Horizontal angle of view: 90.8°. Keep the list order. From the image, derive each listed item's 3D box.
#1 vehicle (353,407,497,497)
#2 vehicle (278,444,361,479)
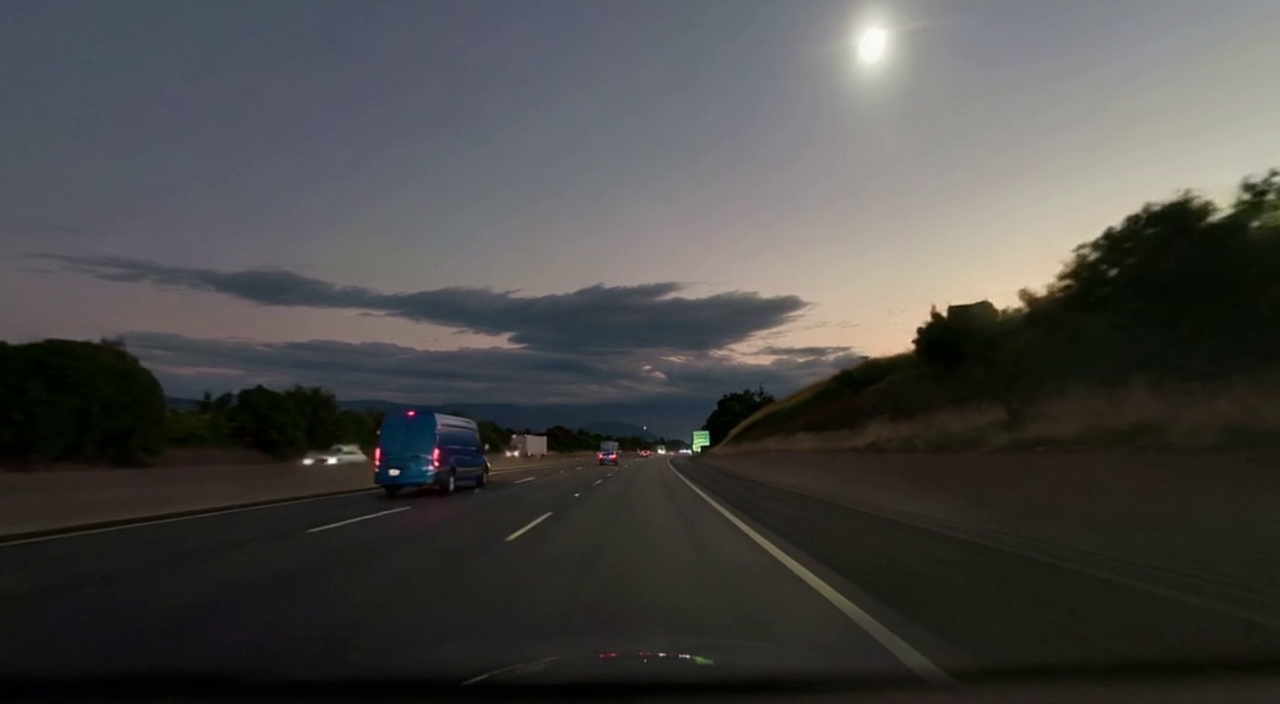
[{"bbox_3d":[-6.714,3.269,20.745,2.449,2.471,6.130,-1,-9,1],"label":"vehicle"},{"bbox_3d":[-17.867,6.104,35.451,2.028,1.805,4.789,-1,-9,2],"label":"vehicle"}]
